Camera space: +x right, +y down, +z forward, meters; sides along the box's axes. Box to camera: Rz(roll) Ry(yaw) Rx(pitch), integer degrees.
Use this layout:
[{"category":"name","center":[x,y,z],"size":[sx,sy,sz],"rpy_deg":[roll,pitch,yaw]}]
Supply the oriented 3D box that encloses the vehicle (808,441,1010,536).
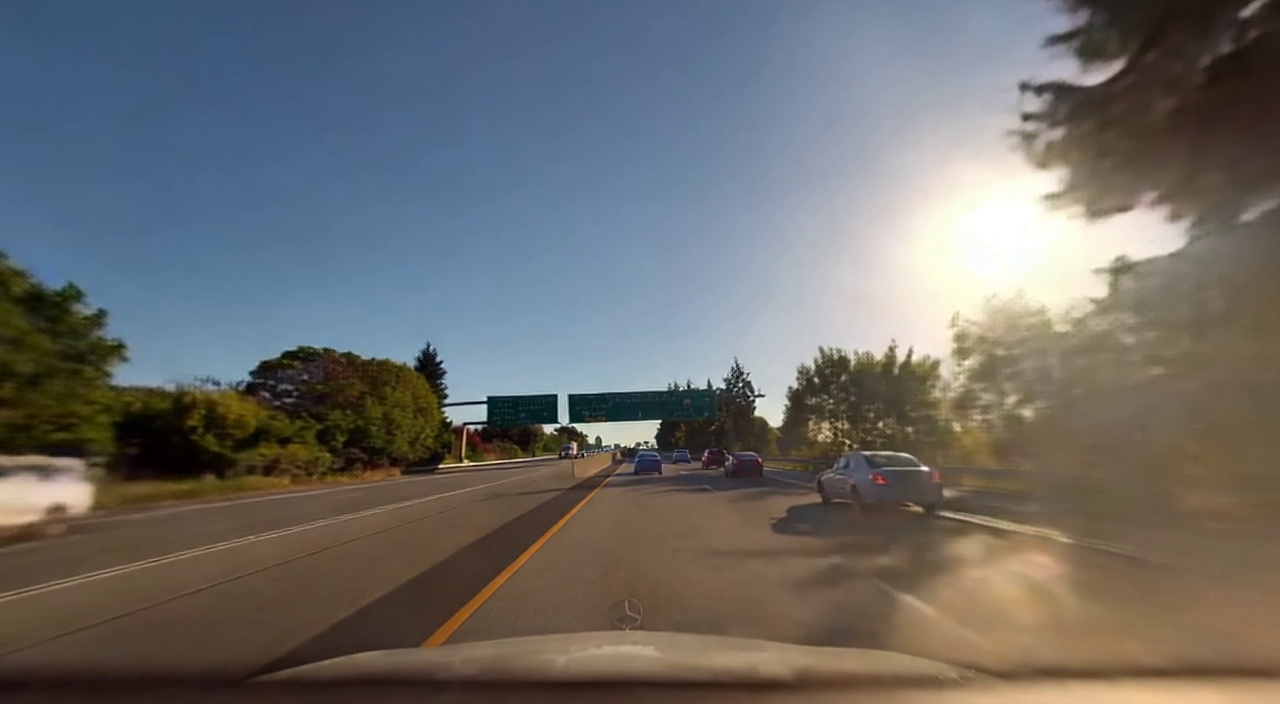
[{"category":"vehicle","center":[4.854,2.515,12.264],"size":[1.827,1.462,4.697],"rpy_deg":[0,-9,0]}]

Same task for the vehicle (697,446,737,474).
[{"category":"vehicle","center":[4.835,6.856,40.090],"size":[1.969,1.639,4.472],"rpy_deg":[0,-9,0]}]

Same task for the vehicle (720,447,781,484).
[{"category":"vehicle","center":[4.799,4.994,27.901],"size":[1.952,1.495,3.740],"rpy_deg":[0,-9,-1]}]

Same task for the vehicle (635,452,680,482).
[{"category":"vehicle","center":[0.778,5.426,30.026],"size":[2.012,1.320,3.777],"rpy_deg":[0,-9,0]}]
